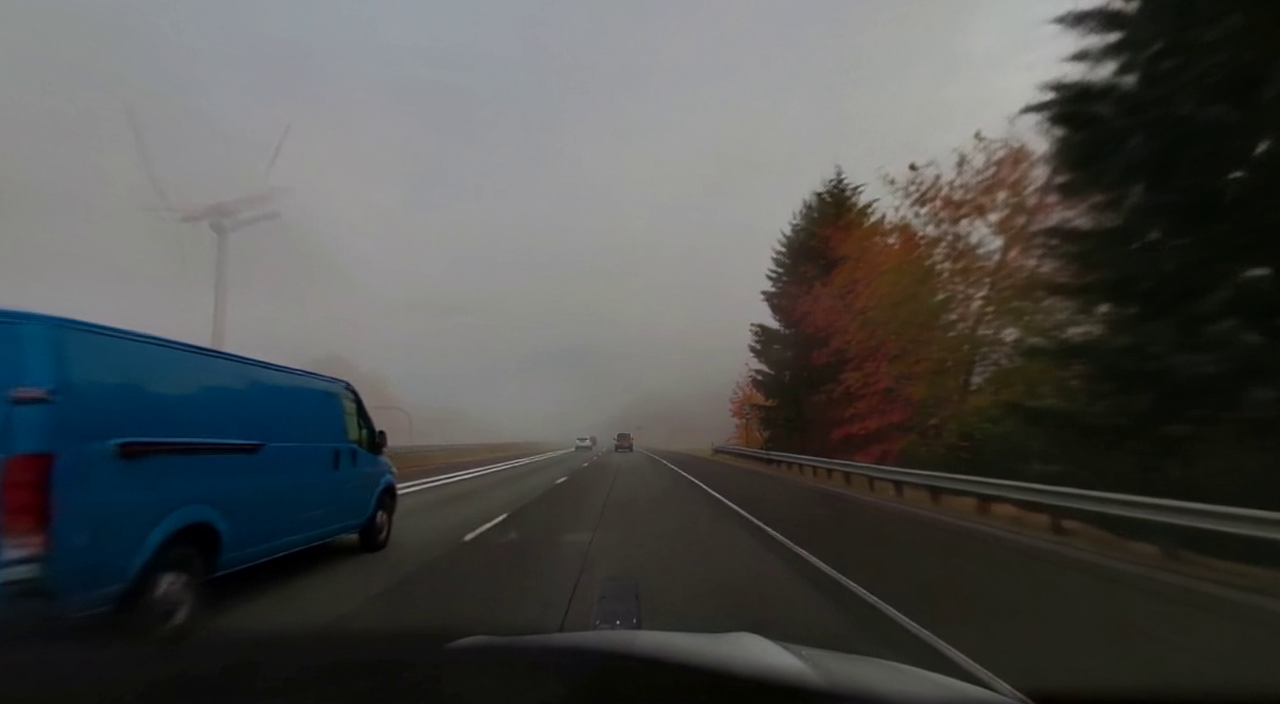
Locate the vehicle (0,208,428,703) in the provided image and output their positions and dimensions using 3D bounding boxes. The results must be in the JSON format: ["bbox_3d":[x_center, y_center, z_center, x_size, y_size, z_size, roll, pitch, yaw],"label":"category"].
[{"bbox_3d":[-3.802,0.838,5.206,2.303,2.323,5.089,0,-8,0],"label":"vehicle"}]
